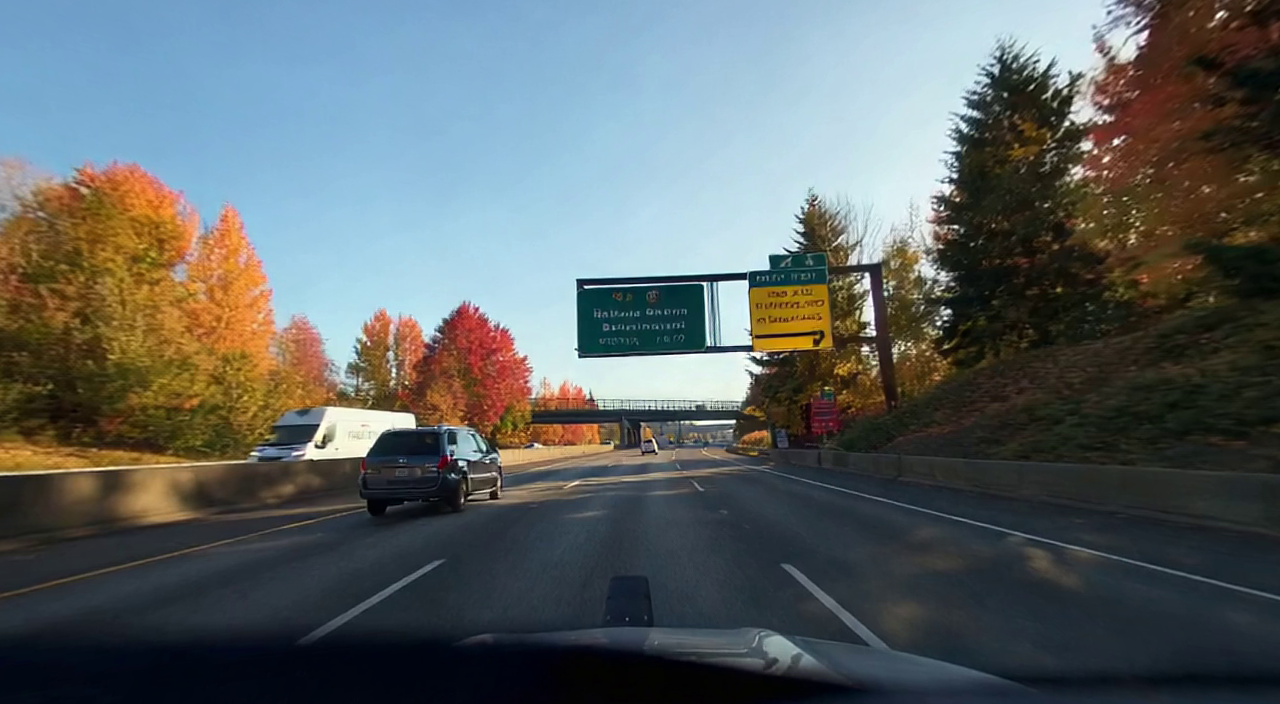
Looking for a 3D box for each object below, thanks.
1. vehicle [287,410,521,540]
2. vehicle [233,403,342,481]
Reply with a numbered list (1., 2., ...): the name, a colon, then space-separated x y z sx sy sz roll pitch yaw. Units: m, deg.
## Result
1. vehicle: -3.575 1.966 10.672 2.177 1.707 4.432 0 -8 1
2. vehicle: -19.602 5.046 35.336 2.975 4.053 4.879 0 -8 2
